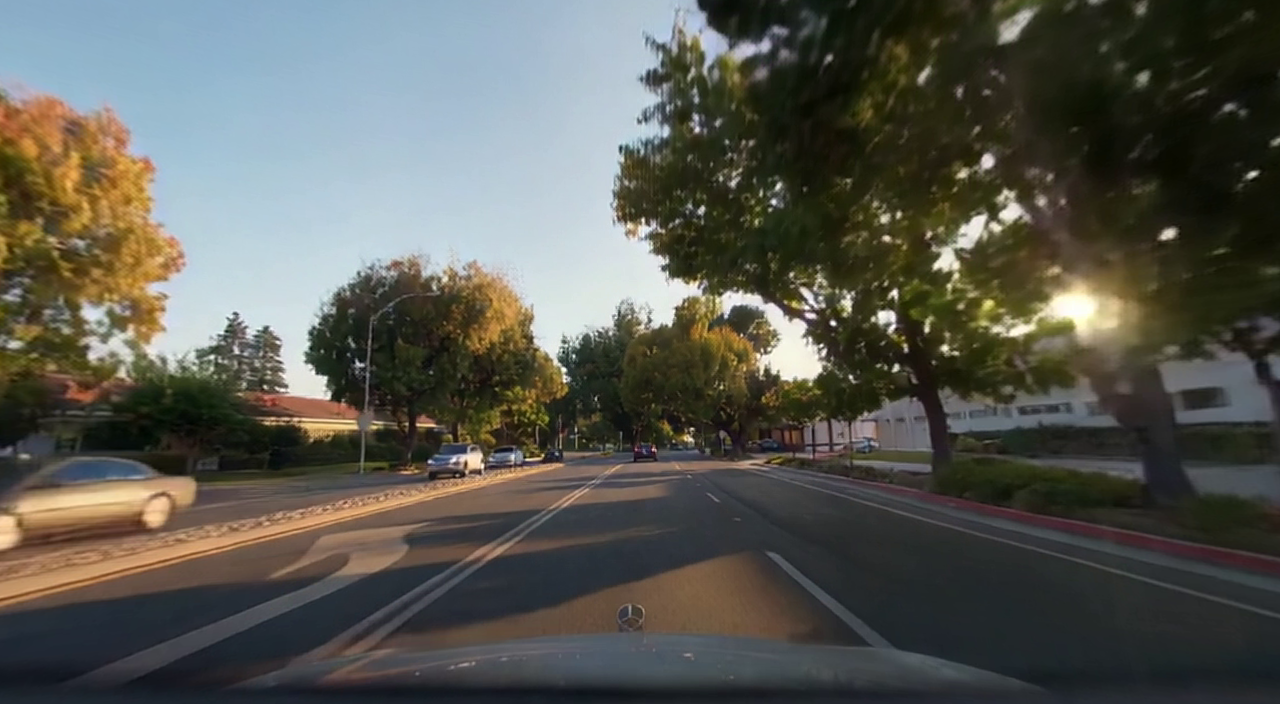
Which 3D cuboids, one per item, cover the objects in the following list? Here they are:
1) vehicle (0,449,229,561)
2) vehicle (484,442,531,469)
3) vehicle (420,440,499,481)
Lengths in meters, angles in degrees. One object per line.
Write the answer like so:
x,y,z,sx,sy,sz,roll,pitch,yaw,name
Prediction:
-9.965,2.482,10.964,2.084,1.517,5.096,-1,-8,2,vehicle
-9.268,7.256,44.479,2.230,1.777,4.797,-1,-8,1,vehicle
-8.500,5.127,30.165,2.250,1.747,4.492,-1,-8,2,vehicle
